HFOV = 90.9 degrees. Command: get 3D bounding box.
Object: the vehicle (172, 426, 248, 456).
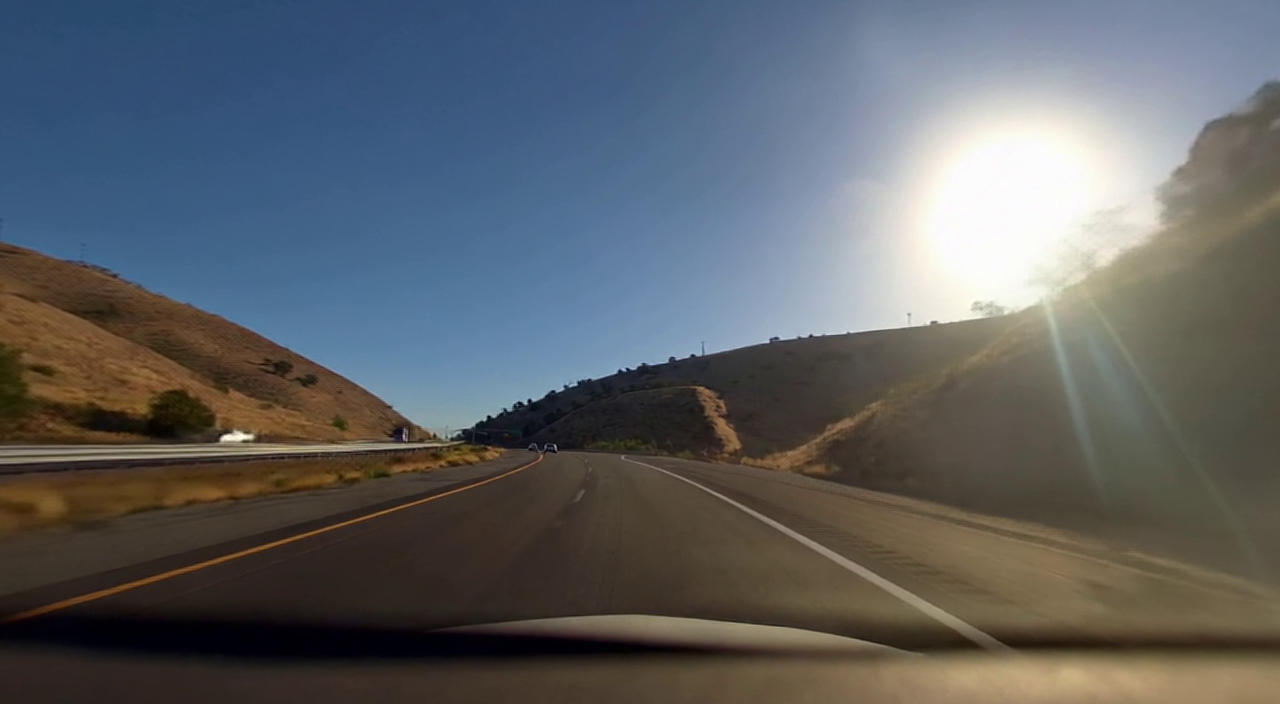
[{"bbox_3d":[-26.295,5.480,38.701,1.972,1.734,4.366,1,-9,-7],"label":"vehicle"}]
